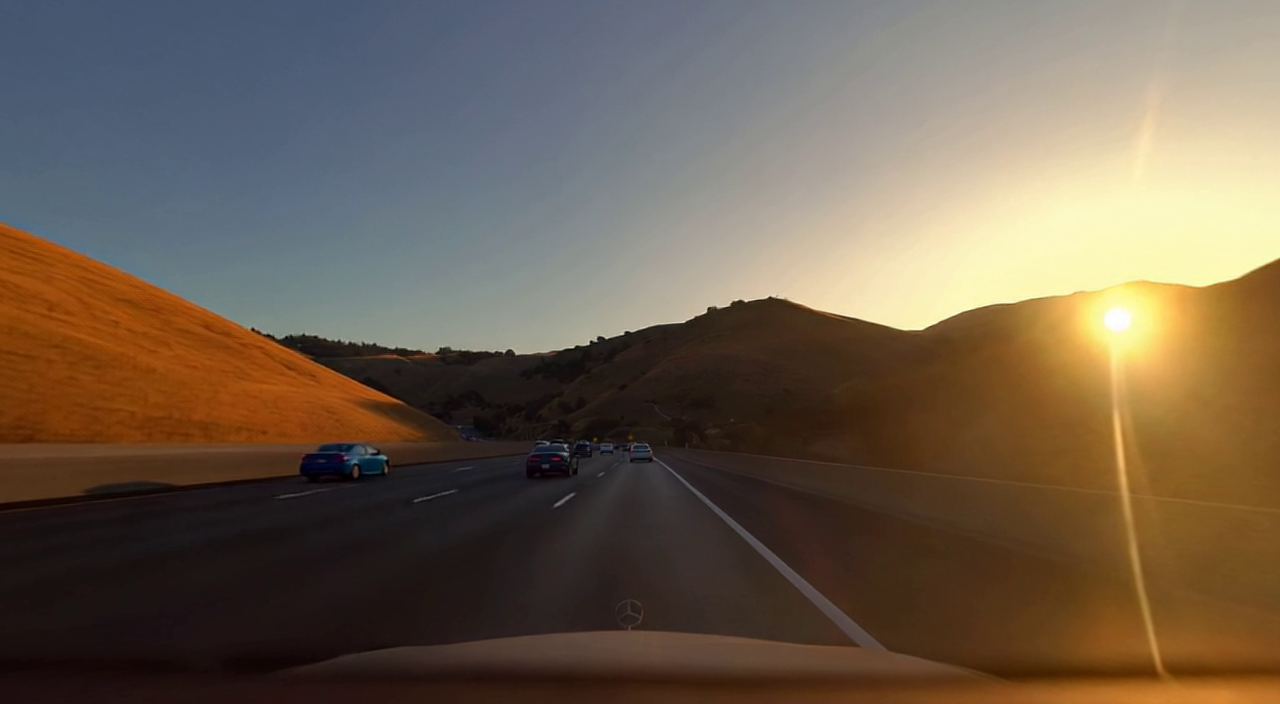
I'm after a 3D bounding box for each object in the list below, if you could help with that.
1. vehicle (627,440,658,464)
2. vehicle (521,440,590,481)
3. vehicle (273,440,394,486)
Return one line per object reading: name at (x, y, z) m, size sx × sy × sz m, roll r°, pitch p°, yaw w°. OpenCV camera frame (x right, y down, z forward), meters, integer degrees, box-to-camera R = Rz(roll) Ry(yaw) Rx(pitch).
vehicle at (0.207, 7.295, 46.171) m, size 2.138 × 1.674 × 4.044 m, roll -1°, pitch -8°, yaw 1°
vehicle at (-3.316, 4.377, 25.739) m, size 2.080 × 1.505 × 4.649 m, roll -1°, pitch -8°, yaw 2°
vehicle at (-11.120, 4.042, 23.374) m, size 1.945 × 1.466 × 4.947 m, roll -1°, pitch -8°, yaw 1°
